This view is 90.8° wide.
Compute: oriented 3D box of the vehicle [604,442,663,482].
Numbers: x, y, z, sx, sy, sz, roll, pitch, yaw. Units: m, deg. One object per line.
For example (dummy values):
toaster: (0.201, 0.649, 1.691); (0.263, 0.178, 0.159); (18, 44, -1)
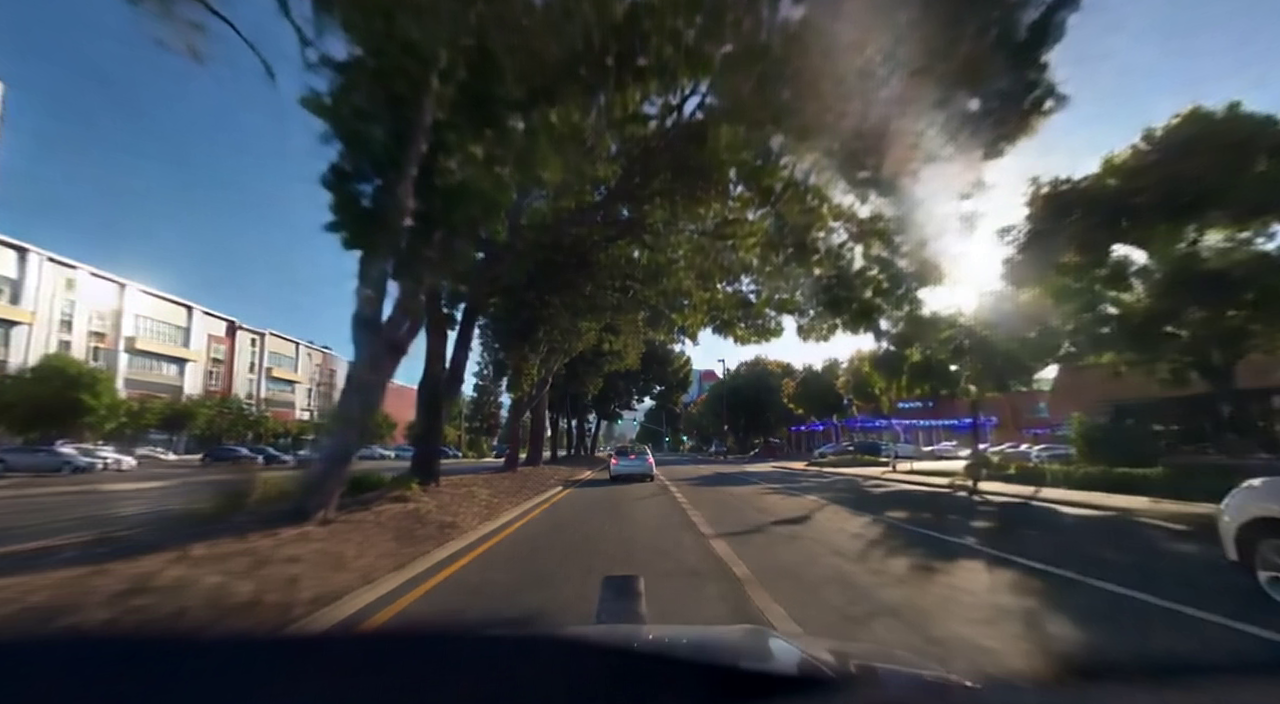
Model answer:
vehicle: (-0.277, 4.383, 25.435); (2.185, 1.473, 3.925); (0, -8, -1)

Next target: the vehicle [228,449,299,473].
vehicle: (-24.173, 6.991, 40.753); (1.915, 1.460, 4.717); (0, -8, -4)

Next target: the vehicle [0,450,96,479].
vehicle: (-32.983, 6.141, 34.584); (4.686, 1.478, 1.801); (7, -11, -41)

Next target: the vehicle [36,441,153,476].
vehicle: (-33.020, 6.412, 38.357); (5.124, 2.003, 2.233); (8, -11, -42)

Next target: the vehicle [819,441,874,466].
vehicle: (15.709, 7.775, 48.373); (2.377, 1.783, 5.145); (0, -8, -1)

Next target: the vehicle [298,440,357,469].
vehicle: (-24.280, 8.006, 49.294); (2.202, 2.103, 4.899); (0, -9, -1)

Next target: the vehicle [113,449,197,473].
vehicle: (-32.909, 7.356, 42.912); (4.303, 1.464, 1.799); (8, -11, -42)

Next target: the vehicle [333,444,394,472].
vehicle: (-19.490, 7.483, 44.840); (2.129, 1.794, 4.967); (-2, -8, -1)
